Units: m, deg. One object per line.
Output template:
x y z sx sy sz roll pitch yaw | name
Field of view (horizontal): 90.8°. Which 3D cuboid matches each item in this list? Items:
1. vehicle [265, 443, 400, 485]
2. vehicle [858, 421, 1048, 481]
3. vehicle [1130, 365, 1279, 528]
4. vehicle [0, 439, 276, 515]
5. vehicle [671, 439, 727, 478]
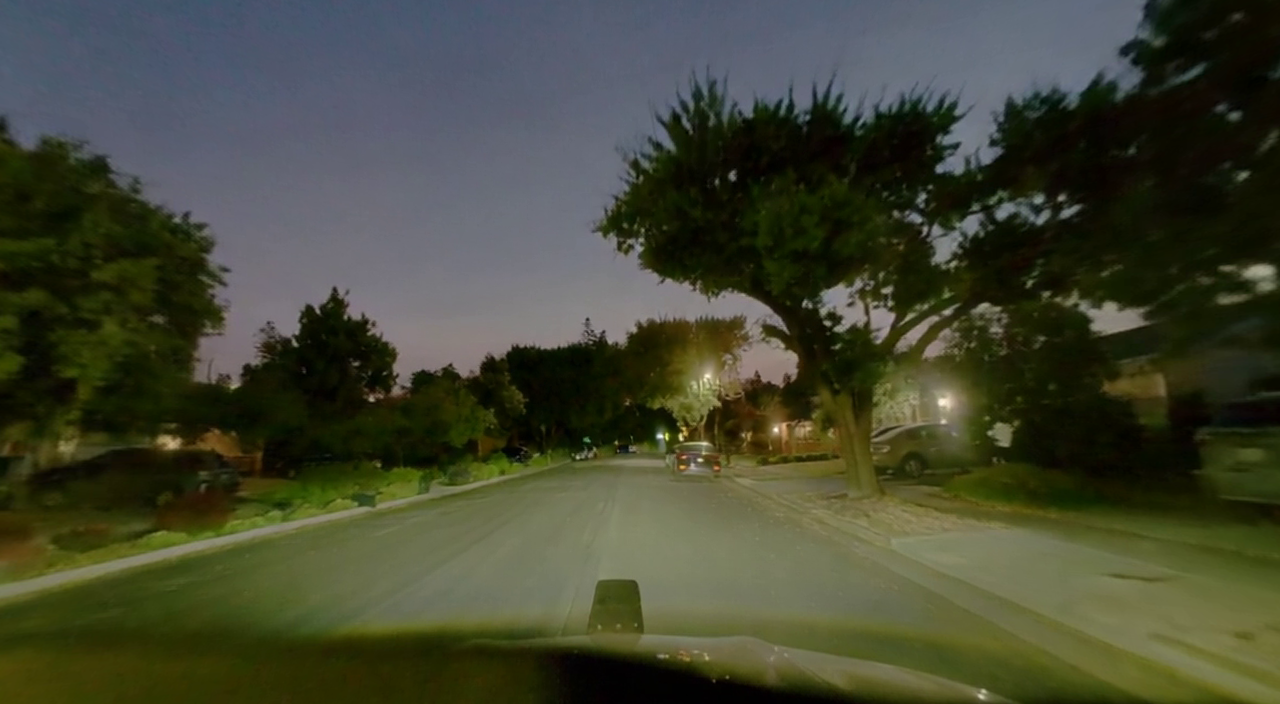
-11.570 4.223 24.031 4.118 1.492 1.902 1 -9 -3 | vehicle
8.802 2.827 18.093 4.331 1.570 2.009 0 -8 -1 | vehicle
8.837 1.106 7.400 4.599 1.652 1.903 0 -8 -2 | vehicle
-11.657 2.882 14.856 4.972 1.623 1.884 0 -9 1 | vehicle
2.364 4.411 26.491 2.022 1.483 4.565 0 -9 1 | vehicle
